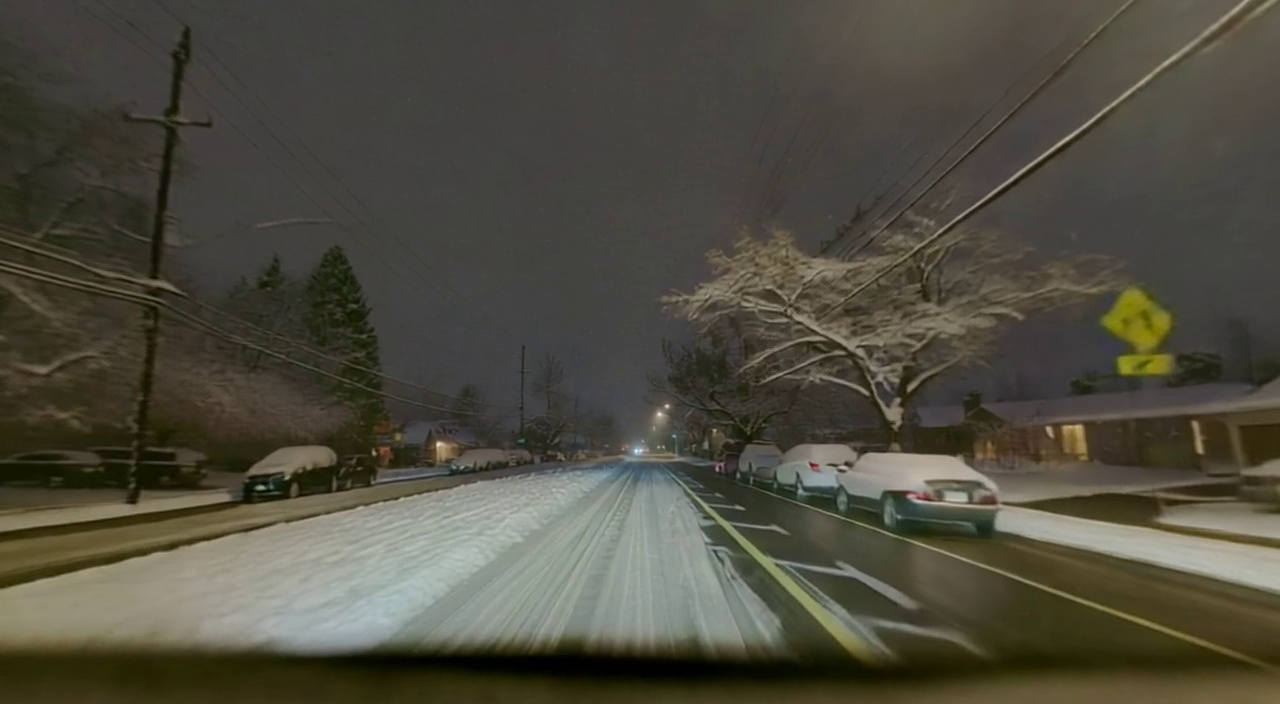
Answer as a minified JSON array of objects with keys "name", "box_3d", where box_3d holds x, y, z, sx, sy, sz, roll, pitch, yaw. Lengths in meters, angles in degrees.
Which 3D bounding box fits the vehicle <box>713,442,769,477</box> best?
[{"name":"vehicle","box_3d":[5.130,5.541,32.670,2.009,1.649,5.156,0,-9,0]}]

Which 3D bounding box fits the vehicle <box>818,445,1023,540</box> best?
[{"name":"vehicle","box_3d":[5.048,2.542,12.118,1.924,1.471,4.259,0,-9,-1]}]

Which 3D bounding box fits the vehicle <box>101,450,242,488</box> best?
[{"name":"vehicle","box_3d":[-20.761,5.177,28.069,4.601,1.613,2.030,0,-9,-1]}]

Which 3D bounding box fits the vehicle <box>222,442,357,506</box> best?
[{"name":"vehicle","box_3d":[-12.074,4.197,22.143,2.116,1.875,4.675,-3,-9,-1]}]

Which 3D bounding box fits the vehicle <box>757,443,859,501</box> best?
[{"name":"vehicle","box_3d":[4.953,3.578,19.233,1.978,1.529,4.357,0,-9,1]}]

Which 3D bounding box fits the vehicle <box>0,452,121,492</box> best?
[{"name":"vehicle","box_3d":[-24.291,4.880,25.674,4.450,1.519,1.927,0,-9,0]}]

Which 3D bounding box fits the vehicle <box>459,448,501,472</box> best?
[{"name":"vehicle","box_3d":[-12.030,8.185,47.584,1.907,1.612,4.594,-3,-10,1]}]
